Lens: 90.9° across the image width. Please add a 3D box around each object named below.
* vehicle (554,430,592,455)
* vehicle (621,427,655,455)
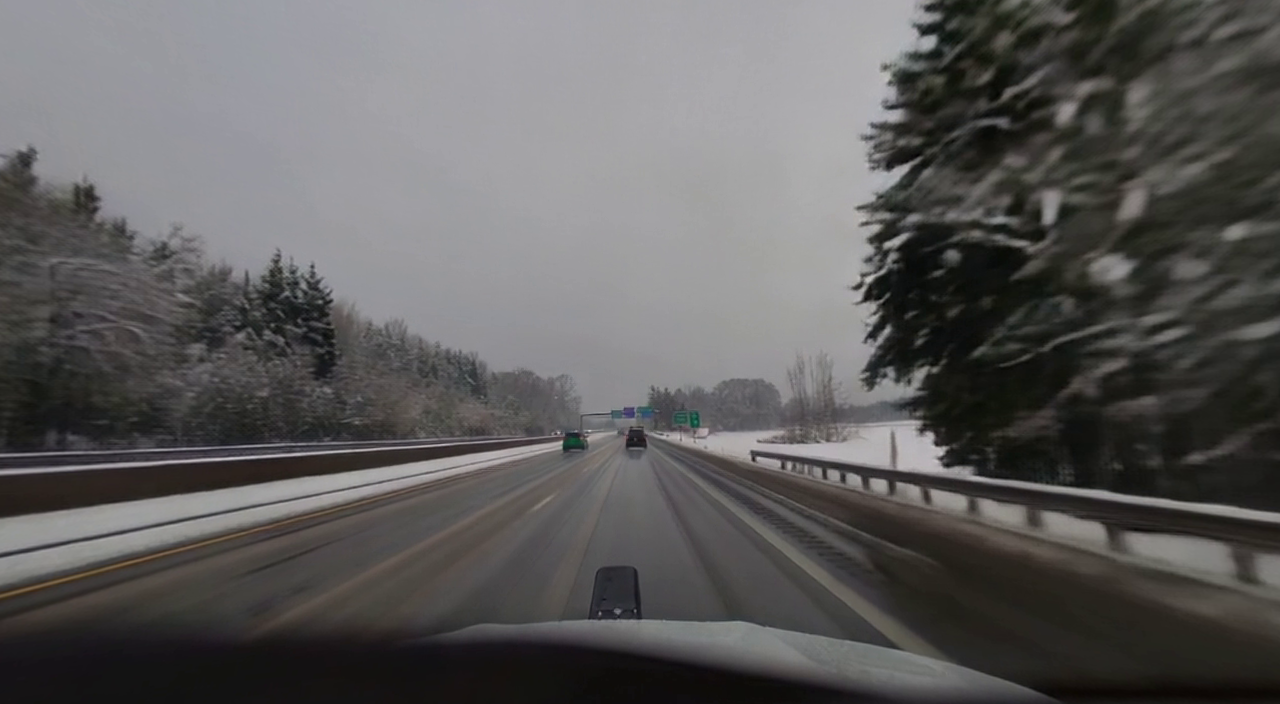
[{"bbox_3d":[-4.462,6.061,42.432,2.055,1.610,4.116,0,-8,0],"label":"vehicle"},{"bbox_3d":[-0.149,5.965,42.385,2.170,1.790,4.490,0,-8,-1],"label":"vehicle"}]
